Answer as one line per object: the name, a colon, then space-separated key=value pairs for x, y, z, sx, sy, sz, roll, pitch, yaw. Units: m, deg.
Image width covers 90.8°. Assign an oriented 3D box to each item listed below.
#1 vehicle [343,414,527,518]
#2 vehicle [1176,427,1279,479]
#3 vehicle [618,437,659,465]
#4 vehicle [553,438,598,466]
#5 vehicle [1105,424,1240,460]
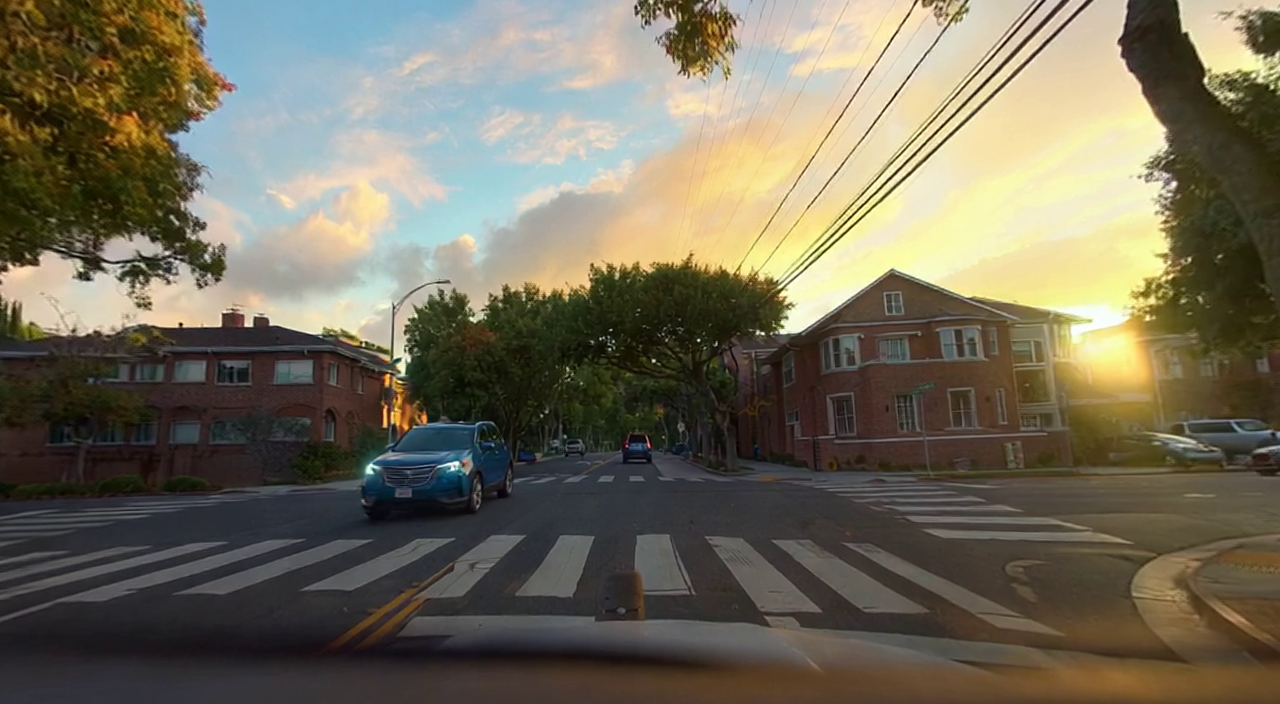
vehicle: x=-3.923 y=2.298 z=13.179 sx=2.330 sy=1.768 sz=4.553 roll=0 pitch=-9 yaw=0
vehicle: x=19.088 y=2.940 z=18.434 sx=2.053 sy=1.472 sz=4.915 roll=2 pitch=-9 yaw=-11
vehicle: x=-0.128 y=5.619 z=35.999 sx=2.209 sy=1.501 sz=4.208 roll=0 pitch=-9 yaw=-1
vehicle: x=-3.609 y=5.706 z=36.094 sx=2.102 sy=1.463 sz=4.024 roll=0 pitch=-9 yaw=1
vehicle: x=23.418 y=4.014 z=28.087 sx=1.841 sy=1.448 sz=4.688 roll=0 pitch=-9 yaw=-1
